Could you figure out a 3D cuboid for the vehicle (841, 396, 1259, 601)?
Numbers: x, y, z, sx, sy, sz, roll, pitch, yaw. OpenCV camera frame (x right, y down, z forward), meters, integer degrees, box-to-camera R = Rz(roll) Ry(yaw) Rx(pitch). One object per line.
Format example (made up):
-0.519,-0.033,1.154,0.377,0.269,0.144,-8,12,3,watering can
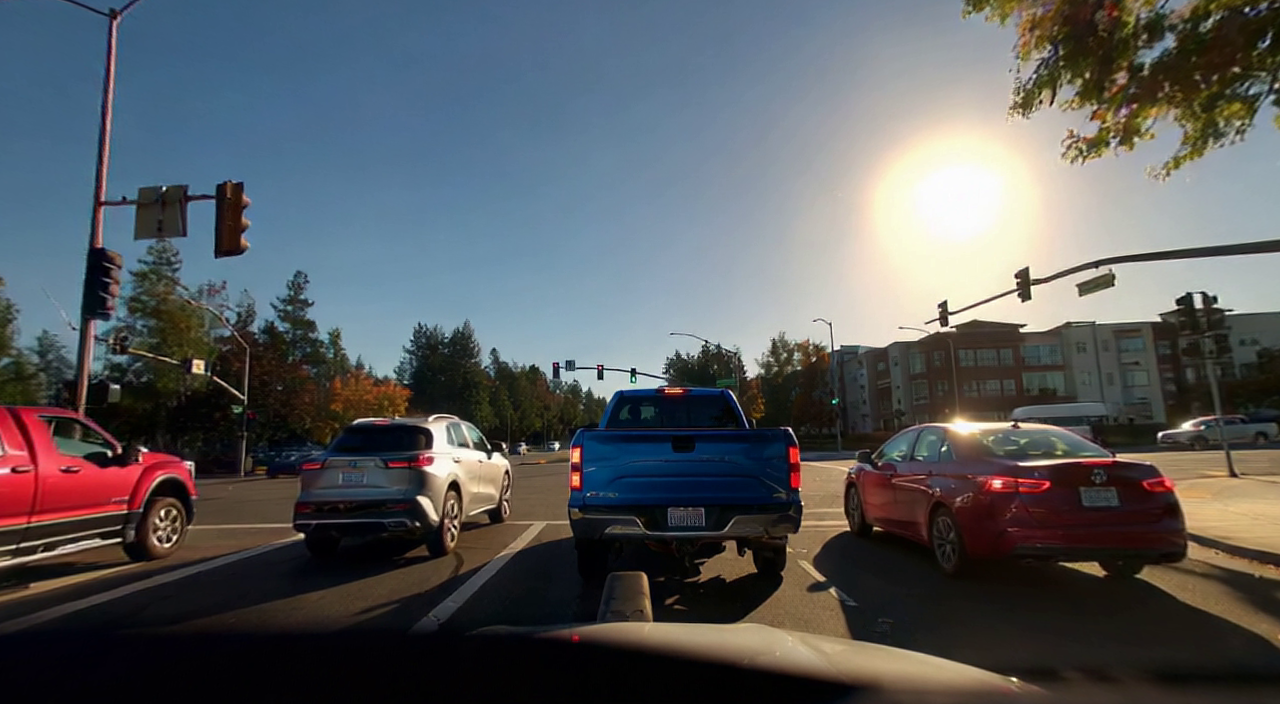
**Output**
4.038,1.509,7.331,1.984,1.659,4.226,0,-8,0,vehicle

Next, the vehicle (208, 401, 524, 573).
-3.270,1.729,8.891,2.125,1.739,4.707,0,-8,3,vehicle

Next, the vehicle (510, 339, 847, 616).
0.326,1.282,7.205,2.505,2.084,4.768,0,-8,1,vehicle

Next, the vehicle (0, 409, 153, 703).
-3.396,0.710,0.664,1.998,1.481,4.656,0,-8,1,vehicle
